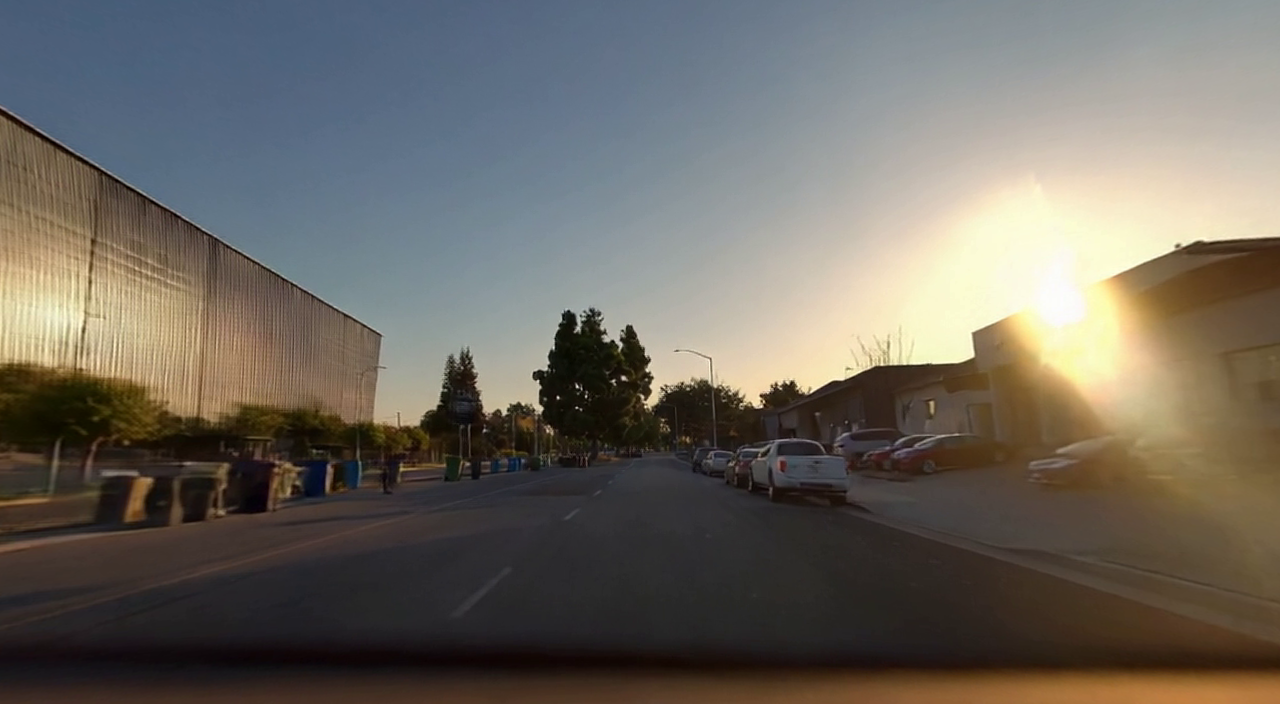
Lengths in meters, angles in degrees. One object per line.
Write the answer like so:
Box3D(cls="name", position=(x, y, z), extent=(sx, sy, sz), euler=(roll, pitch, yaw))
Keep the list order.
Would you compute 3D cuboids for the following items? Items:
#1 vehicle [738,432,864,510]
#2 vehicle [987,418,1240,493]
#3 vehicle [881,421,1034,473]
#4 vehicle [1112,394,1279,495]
Box3D(cls="vehicle", position=(4.126, 3.148, 17.201), extent=(2.078, 1.771, 5.174), euler=(0, -8, 0))
Box3D(cls="vehicle", position=(11.490, 2.530, 15.511), extent=(4.746, 1.332, 1.793), euler=(-4, -9, -2))
Box3D(cls="vehicle", position=(12.173, 3.708, 24.495), extent=(4.778, 1.520, 2.020), euler=(-6, -9, 7))
Box3D(cls="vehicle", position=(12.417, 1.777, 12.761), extent=(4.067, 1.732, 1.983), euler=(-3, -8, -5))
